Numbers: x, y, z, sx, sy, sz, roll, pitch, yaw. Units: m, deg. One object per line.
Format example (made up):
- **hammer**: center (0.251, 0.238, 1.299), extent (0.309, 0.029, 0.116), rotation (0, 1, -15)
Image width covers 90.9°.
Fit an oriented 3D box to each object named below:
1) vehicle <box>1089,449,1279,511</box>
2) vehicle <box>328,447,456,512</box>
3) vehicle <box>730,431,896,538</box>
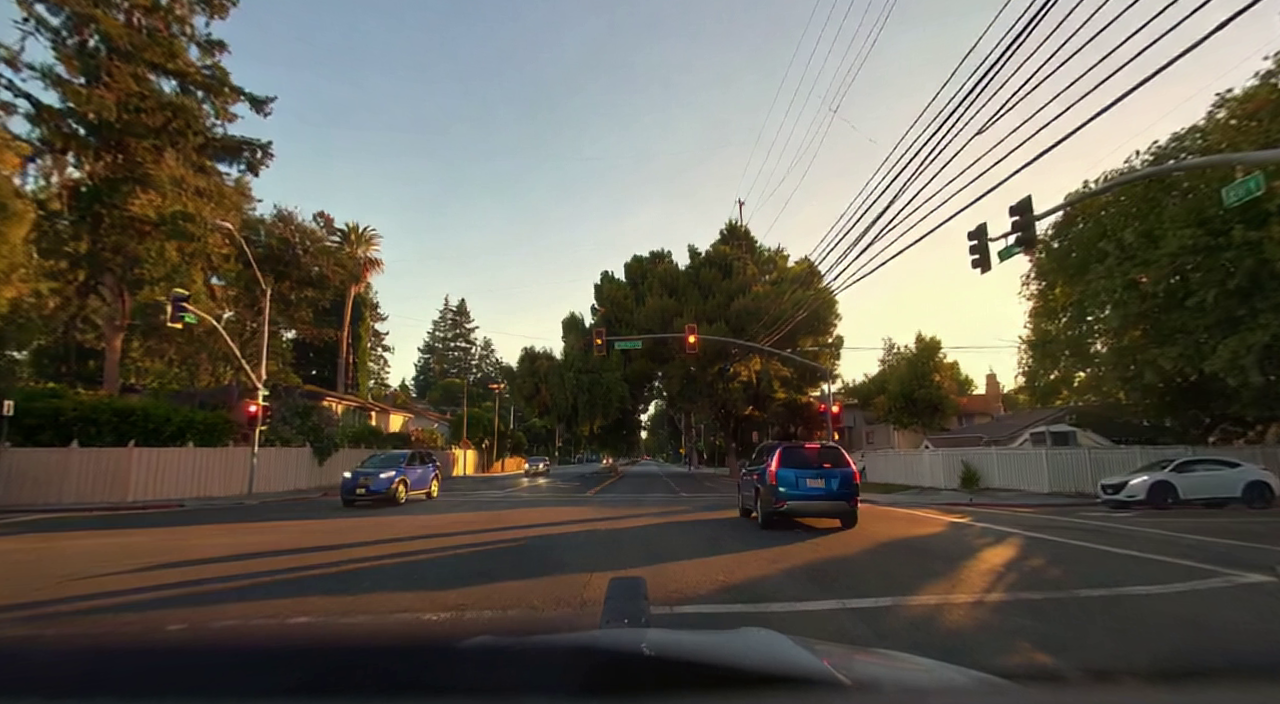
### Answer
- **vehicle**: center (16.143, 3.646, 18.219), extent (4.596, 1.637, 2.172), rotation (0, -9, 0)
- **vehicle**: center (-7.148, 3.675, 18.710), extent (1.981, 1.689, 4.233), rotation (0, -9, 1)
- **vehicle**: center (3.376, 2.688, 13.484), extent (2.144, 1.843, 4.827), rotation (0, -9, 0)
